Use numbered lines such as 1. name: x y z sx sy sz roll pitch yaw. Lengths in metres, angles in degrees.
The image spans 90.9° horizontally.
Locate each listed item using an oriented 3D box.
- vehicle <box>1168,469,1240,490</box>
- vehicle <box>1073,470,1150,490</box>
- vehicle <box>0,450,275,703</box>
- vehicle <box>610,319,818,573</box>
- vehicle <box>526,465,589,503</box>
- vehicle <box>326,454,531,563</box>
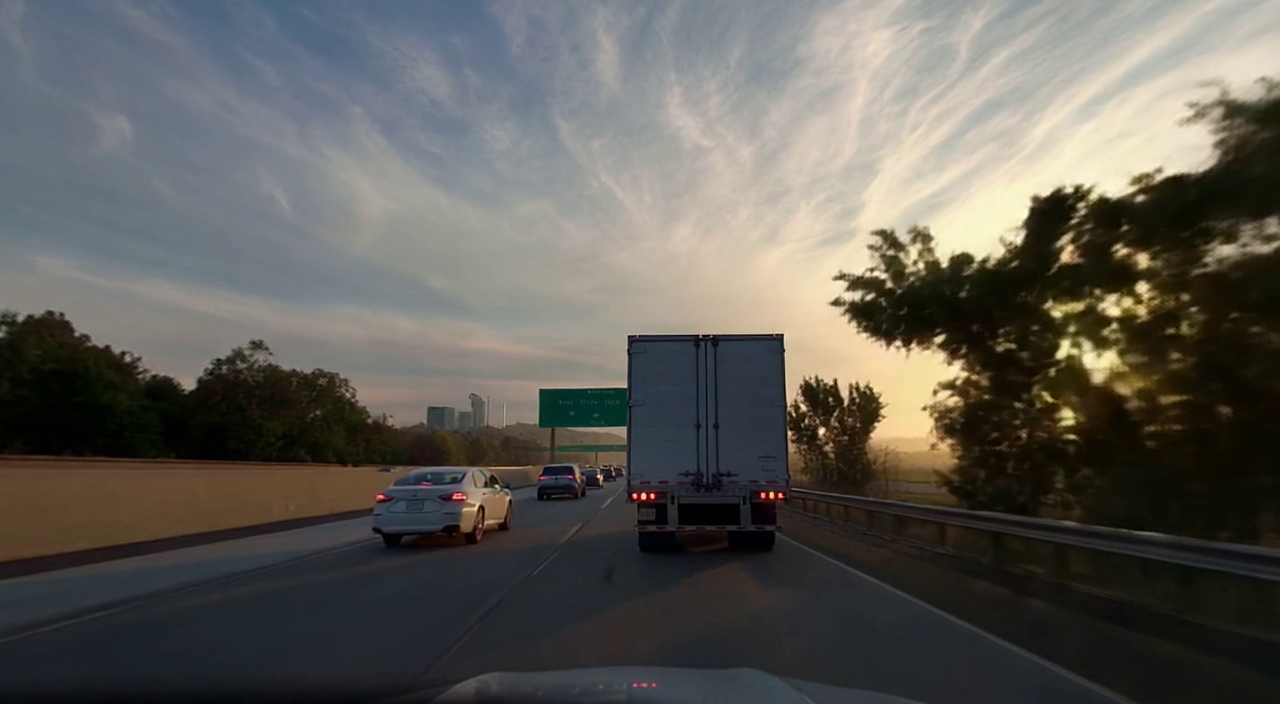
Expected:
1. vehicle: 43.462 9.823 48.578 3.974 1.485 1.709 1 -11 -4
2. vehicle: 36.266 9.867 48.544 4.299 1.465 1.807 -1 -11 7
3. vehicle: -4.223 1.179 3.111 2.043 1.391 4.515 0 -11 1
4. vehicle: 1.143 2.049 13.178 2.831 3.529 8.689 0 -11 2
5. vehicle: -3.438 5.620 27.060 1.964 1.482 4.371 0 -11 2
6. vehicle: -3.430 2.684 11.406 1.983 1.509 4.679 0 -11 1
